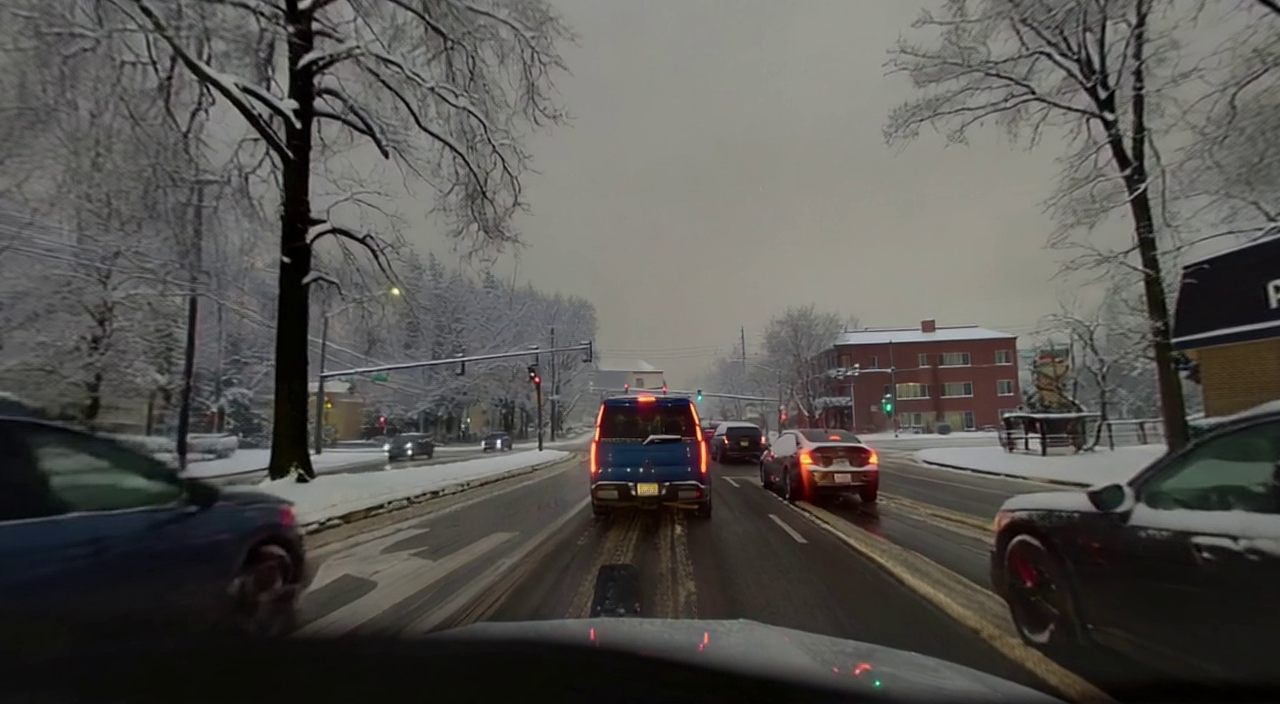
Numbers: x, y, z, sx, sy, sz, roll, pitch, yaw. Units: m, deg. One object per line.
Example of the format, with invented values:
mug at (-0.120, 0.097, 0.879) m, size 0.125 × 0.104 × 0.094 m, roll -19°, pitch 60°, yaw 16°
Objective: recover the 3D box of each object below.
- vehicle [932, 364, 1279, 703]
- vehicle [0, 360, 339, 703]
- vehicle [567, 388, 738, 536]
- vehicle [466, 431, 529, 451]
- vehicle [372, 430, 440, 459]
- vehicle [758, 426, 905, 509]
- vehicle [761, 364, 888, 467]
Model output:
vehicle at (3.226, 0.887, 2.646) m, size 2.109 × 1.500 × 4.585 m, roll 0°, pitch -9°, yaw 5°
vehicle at (-3.174, 0.793, 2.173) m, size 2.010 × 1.515 × 4.152 m, roll 0°, pitch -9°, yaw 3°
vehicle at (0.281, 1.752, 10.426) m, size 2.188 × 1.892 × 4.488 m, roll 0°, pitch -9°, yaw 3°
vehicle at (-11.058, 6.959, 49.102) m, size 4.650 × 1.489 × 2.005 m, roll 1°, pitch -9°, yaw -8°
vehicle at (-14.917, 5.951, 40.386) m, size 2.018 × 1.715 × 4.451 m, roll -1°, pitch -9°, yaw 10°
vehicle at (3.778, 2.354, 13.240) m, size 1.862 × 1.451 × 4.083 m, roll 0°, pitch -9°, yaw 1°
vehicle at (7.825, 3.049, 28.304) m, size 2.965 × 3.900 × 9.064 m, roll 0°, pitch -9°, yaw 0°
